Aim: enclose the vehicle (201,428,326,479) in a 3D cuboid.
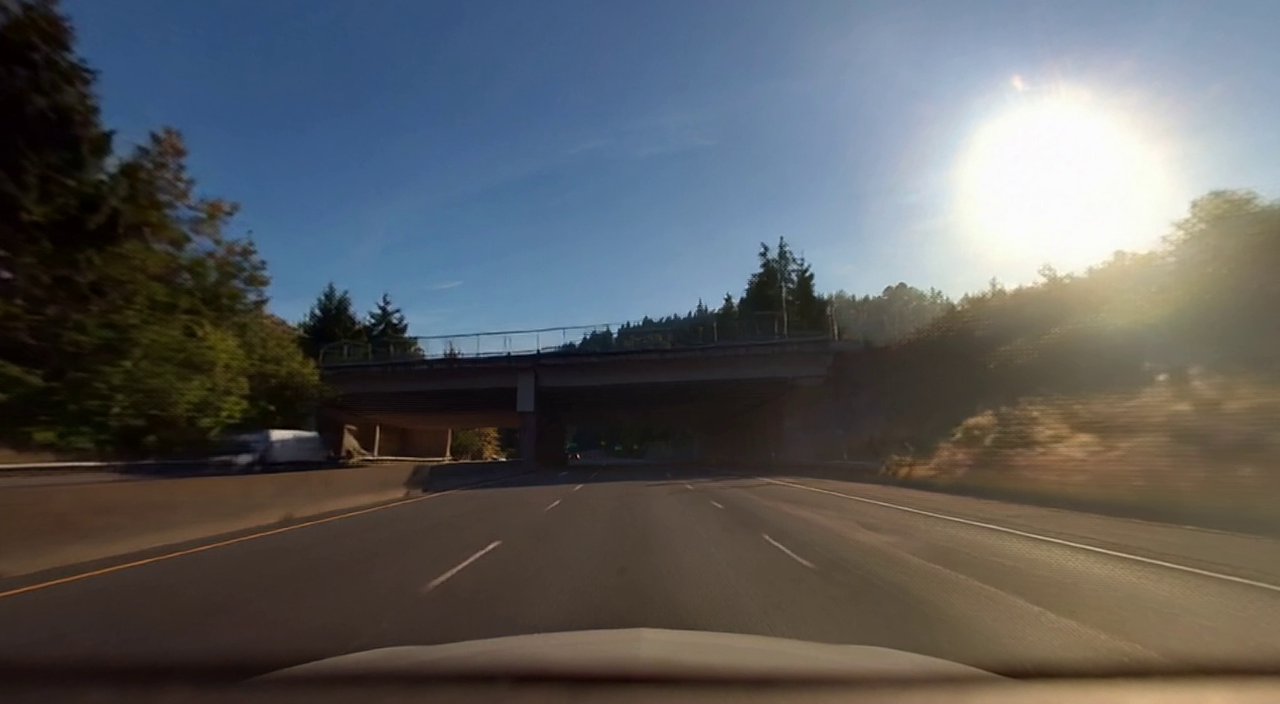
[{"bbox_3d":[-17.900,4.885,30.440,2.371,2.175,5.880,0,-9,0],"label":"vehicle"}]
